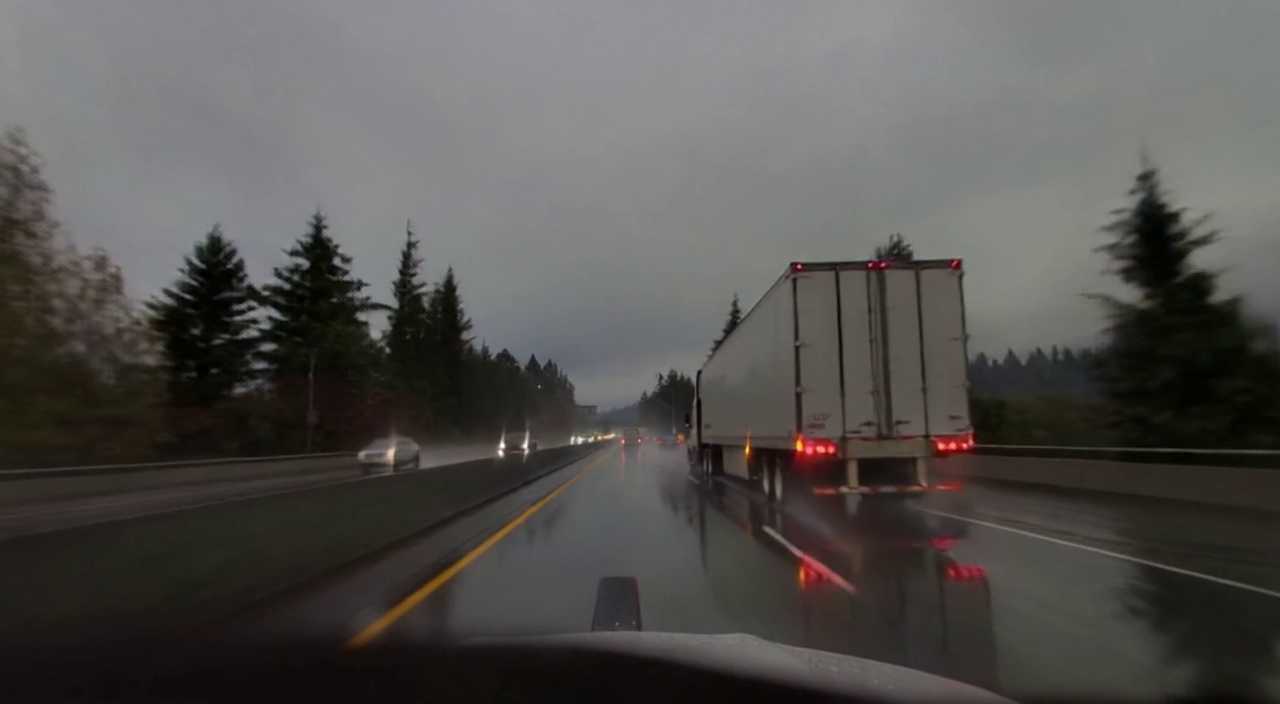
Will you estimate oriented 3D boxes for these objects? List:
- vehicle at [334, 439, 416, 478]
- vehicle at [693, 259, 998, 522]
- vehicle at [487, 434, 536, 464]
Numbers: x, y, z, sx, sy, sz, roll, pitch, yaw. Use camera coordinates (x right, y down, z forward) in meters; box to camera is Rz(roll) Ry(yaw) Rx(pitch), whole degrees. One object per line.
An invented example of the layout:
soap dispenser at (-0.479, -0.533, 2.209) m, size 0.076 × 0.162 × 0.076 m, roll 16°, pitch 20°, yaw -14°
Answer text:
vehicle at (-12.327, 4.939, 29.631) m, size 1.934 × 1.675 × 4.432 m, roll 0°, pitch -8°, yaw -1°
vehicle at (3.638, 1.466, 16.425) m, size 3.038 × 3.975 × 13.887 m, roll 0°, pitch -8°, yaw -1°
vehicle at (-8.339, 6.307, 41.317) m, size 2.346 × 1.838 × 4.576 m, roll 1°, pitch -7°, yaw -2°
